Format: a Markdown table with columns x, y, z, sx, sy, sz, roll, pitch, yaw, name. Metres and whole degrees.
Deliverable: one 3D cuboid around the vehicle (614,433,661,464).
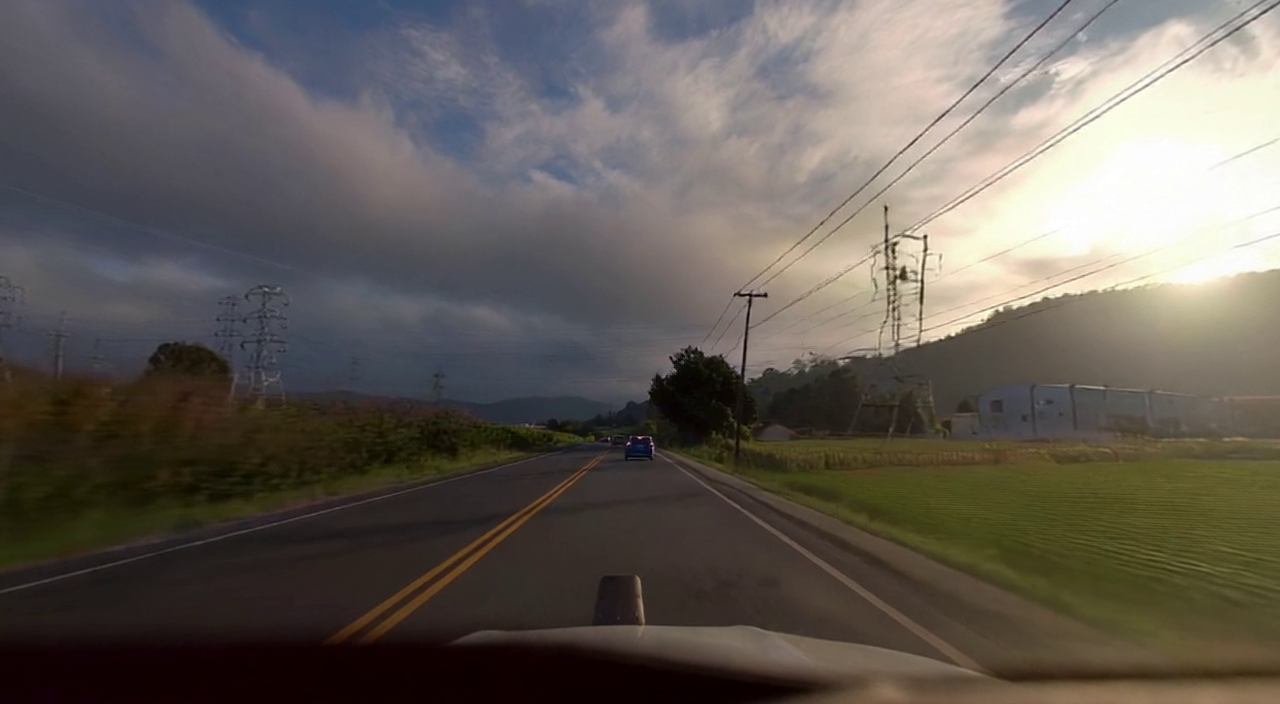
| x | y | z | sx | sy | sz | roll | pitch | yaw | name |
| --- | --- | --- | --- | --- | --- | --- | --- | --- | --- |
| -0.138 | 4.911 | 32.279 | 2.241 | 1.471 | 3.829 | 0 | -8 | -1 | vehicle |
